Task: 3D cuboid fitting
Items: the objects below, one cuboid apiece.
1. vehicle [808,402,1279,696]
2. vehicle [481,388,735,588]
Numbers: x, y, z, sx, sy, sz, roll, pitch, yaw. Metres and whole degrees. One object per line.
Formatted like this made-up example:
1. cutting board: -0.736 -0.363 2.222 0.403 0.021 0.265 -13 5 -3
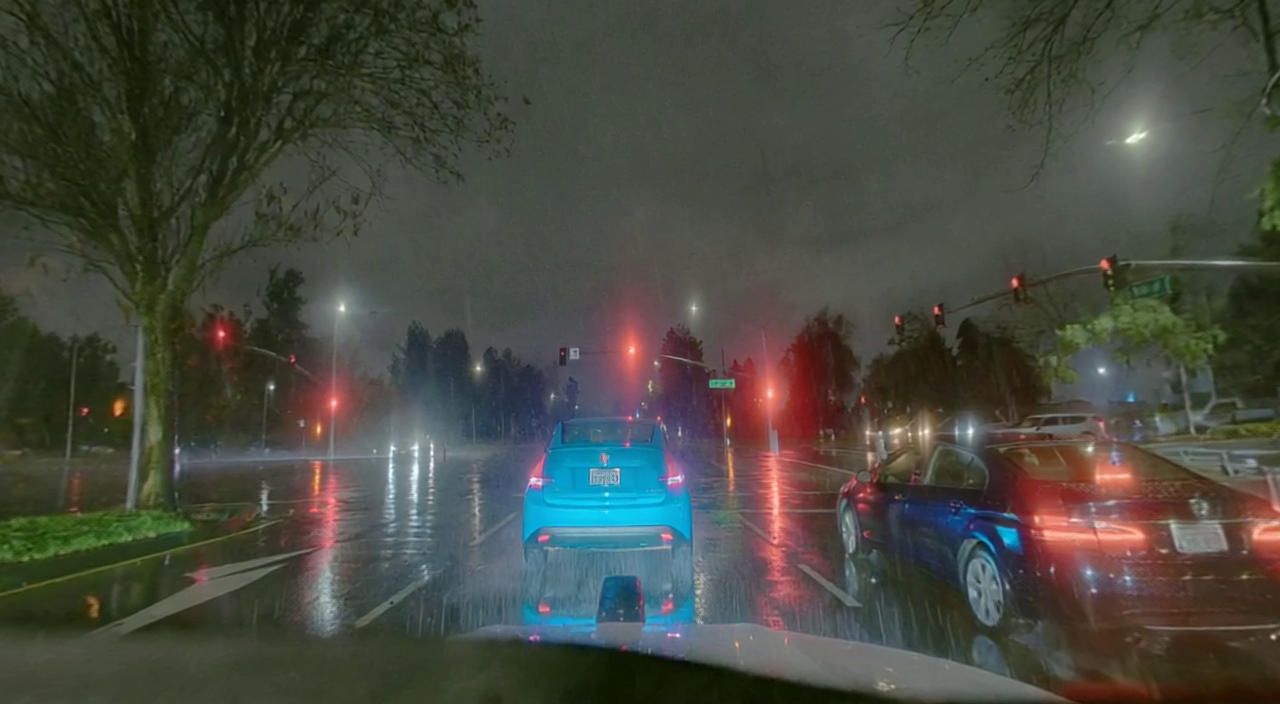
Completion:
1. vehicle: 3.172 1.403 5.778 1.932 1.562 4.629 0 -9 -1
2. vehicle: -0.343 1.523 7.808 2.247 1.760 4.231 0 -9 -2
